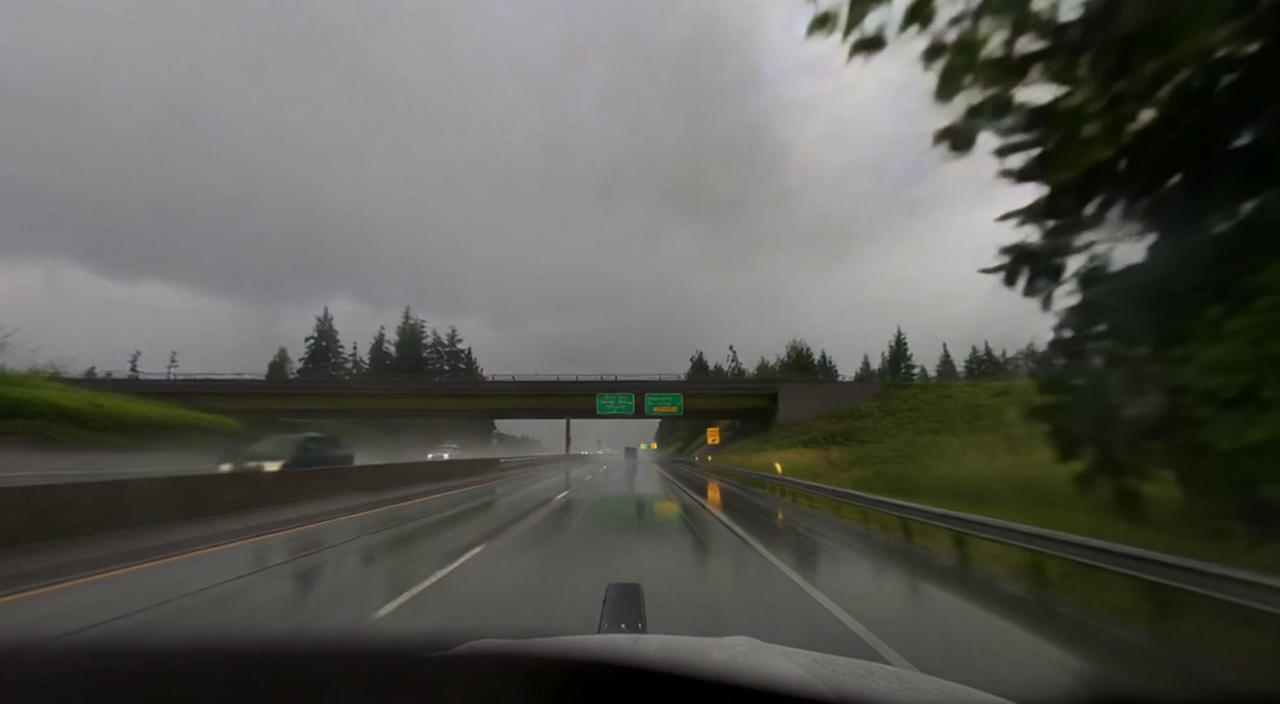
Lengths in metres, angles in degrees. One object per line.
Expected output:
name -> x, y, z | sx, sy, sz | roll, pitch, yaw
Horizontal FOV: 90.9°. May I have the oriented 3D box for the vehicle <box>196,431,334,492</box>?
vehicle -> -12.169, 3.581, 20.859 | 1.869, 1.751, 4.427 | 0, -9, -1
